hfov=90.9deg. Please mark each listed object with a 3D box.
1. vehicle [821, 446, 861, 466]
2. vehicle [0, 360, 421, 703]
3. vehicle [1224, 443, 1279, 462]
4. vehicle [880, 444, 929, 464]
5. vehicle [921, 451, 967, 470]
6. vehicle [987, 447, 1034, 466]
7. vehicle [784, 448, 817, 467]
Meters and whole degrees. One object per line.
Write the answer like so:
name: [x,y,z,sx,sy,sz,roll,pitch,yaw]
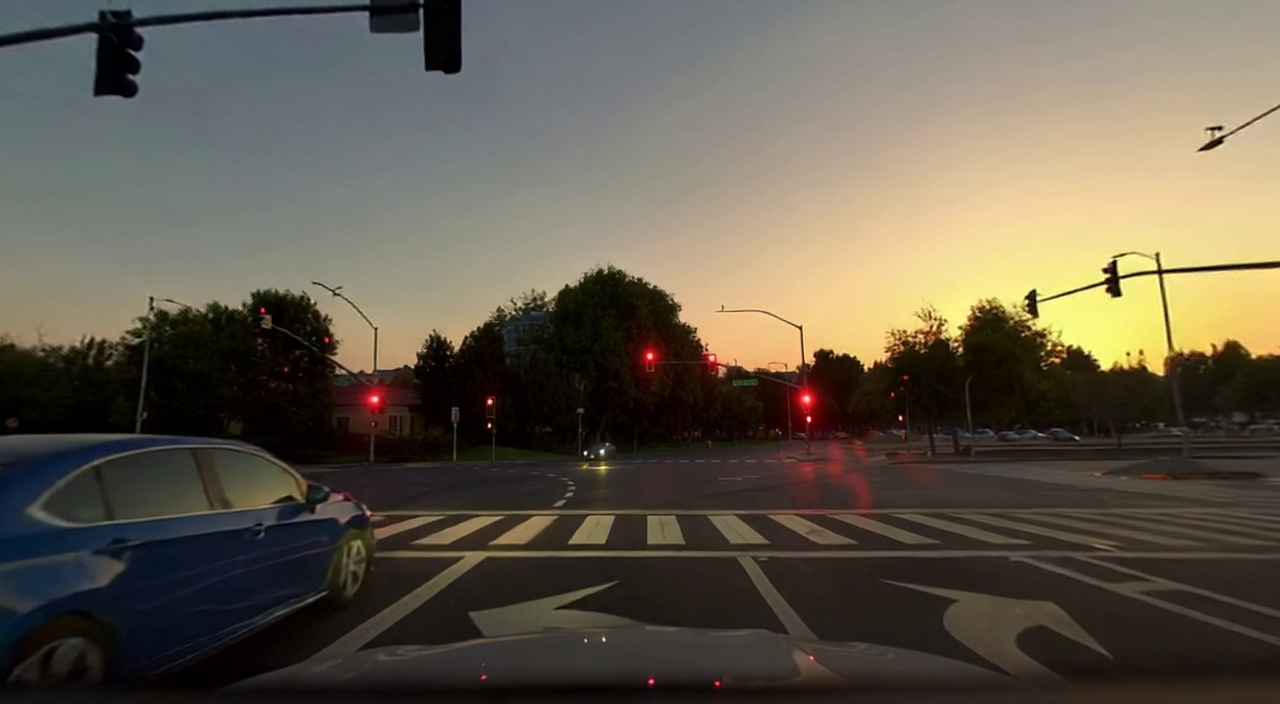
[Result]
vehicle: [15.699,8.143,49.401,1.714,1.458,4.206,0,-8,0]
vehicle: [-3.037,1.040,3.478,2.055,1.573,4.065,-1,-9,2]
vehicle: [47.008,7.616,48.048,1.574,1.369,3.611,-1,-8,5]
vehicle: [20.686,7.984,49.464,1.815,1.515,4.552,0,-9,0]
vehicle: [23.203,8.297,48.198,1.633,1.324,3.449,0,-8,-3]
vehicle: [28.576,8.050,48.704,1.662,1.440,3.583,-1,-8,4]
vehicle: [12.660,8.307,49.854,1.647,1.386,3.725,-1,-8,1]
